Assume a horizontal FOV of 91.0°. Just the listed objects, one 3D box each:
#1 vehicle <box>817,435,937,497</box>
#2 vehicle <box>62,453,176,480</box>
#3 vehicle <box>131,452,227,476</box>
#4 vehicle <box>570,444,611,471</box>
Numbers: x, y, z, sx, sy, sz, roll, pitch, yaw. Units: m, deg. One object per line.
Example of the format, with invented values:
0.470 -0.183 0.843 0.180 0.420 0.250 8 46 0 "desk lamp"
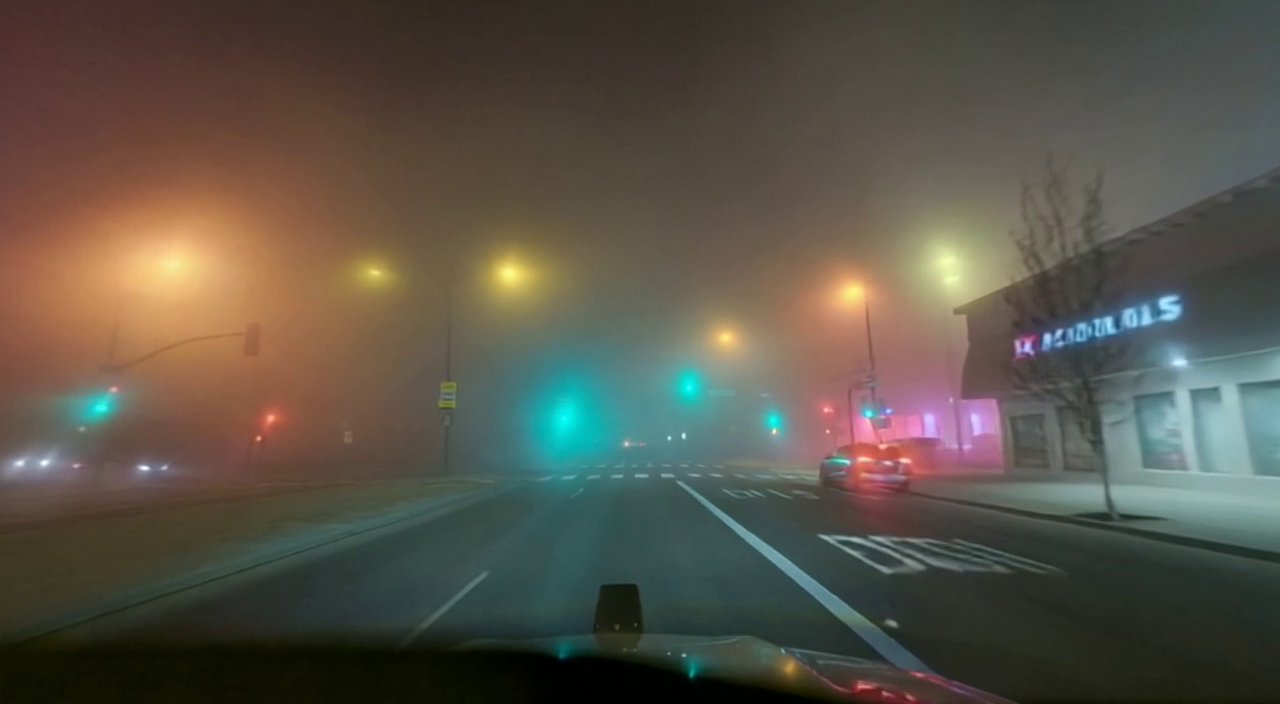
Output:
7.234 3.509 19.804 1.950 1.686 4.509 1 -9 -1 "vehicle"
-30.219 6.639 36.643 4.686 1.463 2.065 1 -9 -3 "vehicle"
-29.482 7.173 40.297 4.644 1.428 1.814 0 -8 -1 "vehicle"
-2.851 6.217 37.246 2.078 1.471 4.217 0 -9 0 "vehicle"
